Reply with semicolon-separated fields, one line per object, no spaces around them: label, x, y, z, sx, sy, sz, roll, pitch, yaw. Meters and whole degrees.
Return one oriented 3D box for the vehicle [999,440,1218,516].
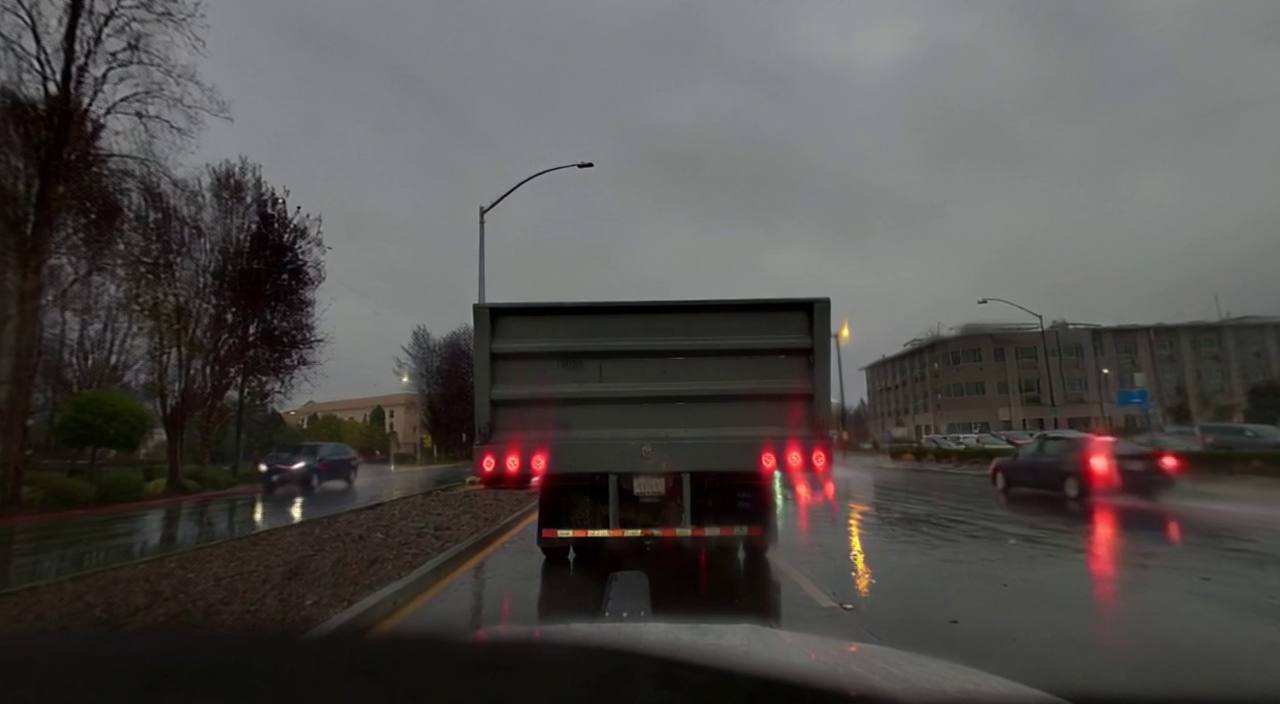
vehicle;10.350;2.776;14.427;1.907;1.465;4.077;-1;-8;1

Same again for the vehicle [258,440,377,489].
vehicle;-14.325;5.004;28.580;2.218;1.926;5.753;-1;-8;2

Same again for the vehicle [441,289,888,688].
vehicle;0.287;1.303;7.374;2.650;2.391;7.008;-1;-8;3

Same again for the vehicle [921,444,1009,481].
vehicle;14.169;4.804;27.761;1.777;1.488;4.081;-1;-8;1
